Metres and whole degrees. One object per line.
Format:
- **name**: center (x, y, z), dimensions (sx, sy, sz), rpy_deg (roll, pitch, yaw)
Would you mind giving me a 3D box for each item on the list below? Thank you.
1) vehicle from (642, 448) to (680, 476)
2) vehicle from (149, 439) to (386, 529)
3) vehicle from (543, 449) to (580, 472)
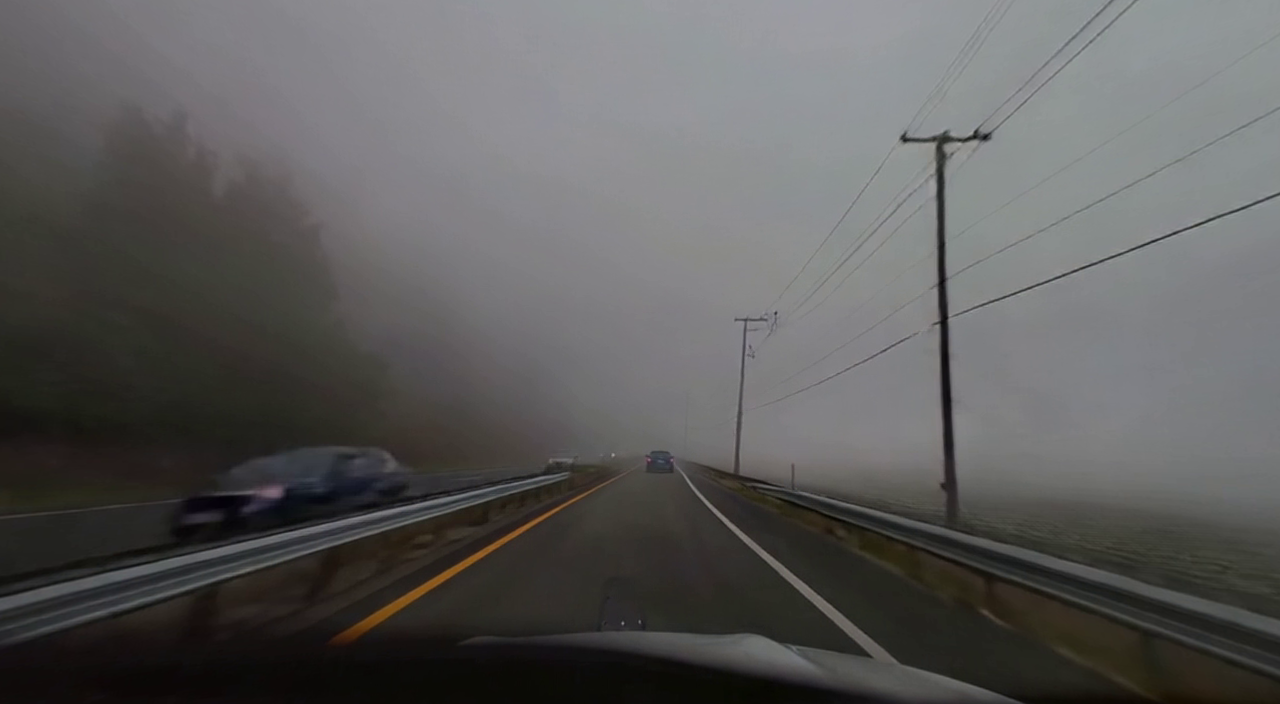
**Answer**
- **vehicle**: center (1.213, 6.303, 36.340), dimensions (2.080, 1.486, 3.813), rpy_deg (-1, -9, 2)
- **vehicle**: center (-7.146, 2.561, 12.784), dimensions (2.034, 1.492, 4.319), rpy_deg (-1, -9, 2)
- **vehicle**: center (-5.457, 7.586, 44.370), dimensions (1.900, 1.515, 4.379), rpy_deg (-1, -9, 3)
